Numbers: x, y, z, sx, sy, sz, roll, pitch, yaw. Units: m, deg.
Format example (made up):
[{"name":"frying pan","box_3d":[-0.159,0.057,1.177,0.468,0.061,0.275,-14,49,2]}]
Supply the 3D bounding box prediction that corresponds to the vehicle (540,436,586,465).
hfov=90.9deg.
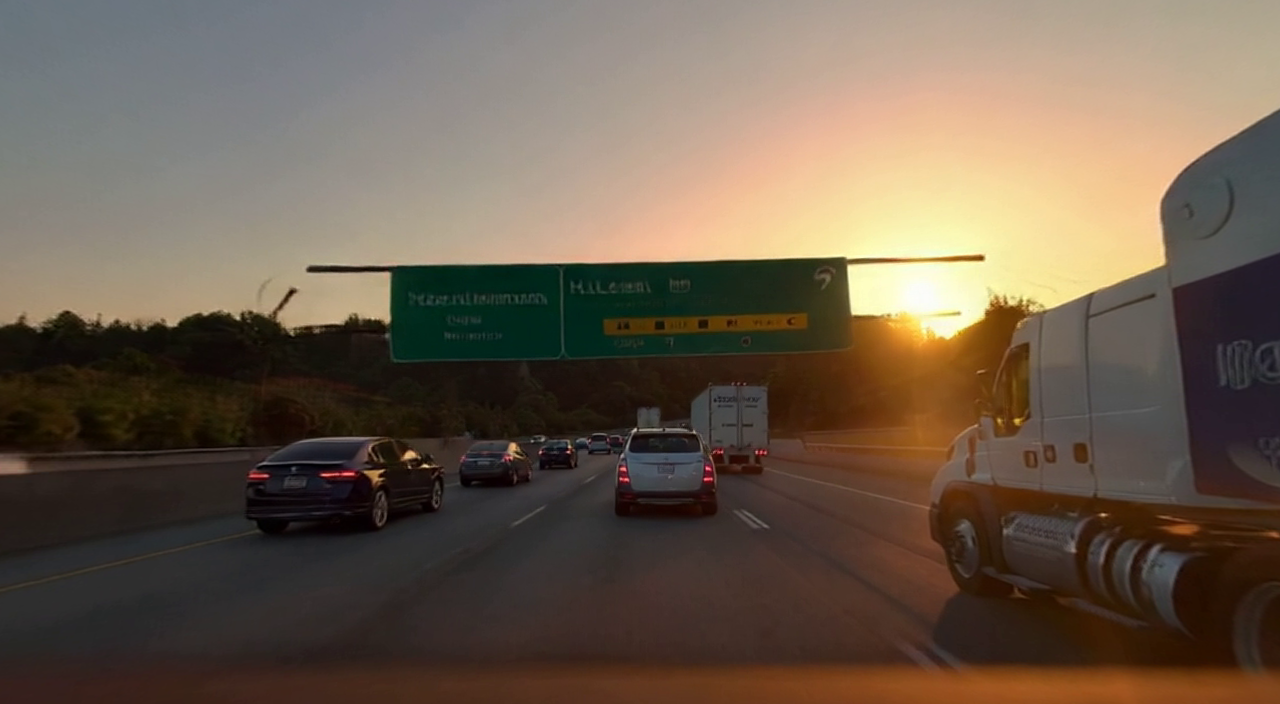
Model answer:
[{"name":"vehicle","box_3d":[-4.226,5.447,35.234,1.887,1.493,4.411,0,-8,1]}]

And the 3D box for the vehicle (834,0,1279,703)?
[{"name":"vehicle","box_3d":[4.039,0.063,5.031,2.982,3.860,6.011,0,-8,0]}]

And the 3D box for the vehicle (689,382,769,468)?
[{"name":"vehicle","box_3d":[4.801,4.424,37.269,2.892,4.101,14.252,0,-8,1]}]

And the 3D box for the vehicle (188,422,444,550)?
[{"name":"vehicle","box_3d":[-4.458,1.850,9.426,1.821,1.514,3.677,0,-8,1]}]

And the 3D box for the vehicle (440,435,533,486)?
[{"name":"vehicle","box_3d":[-4.780,3.402,20.221,1.880,1.458,3.978,0,-8,1]}]

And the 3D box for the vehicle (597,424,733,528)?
[{"name":"vehicle","box_3d":[0.369,2.066,11.064,1.973,1.505,3.568,0,-8,0]}]
